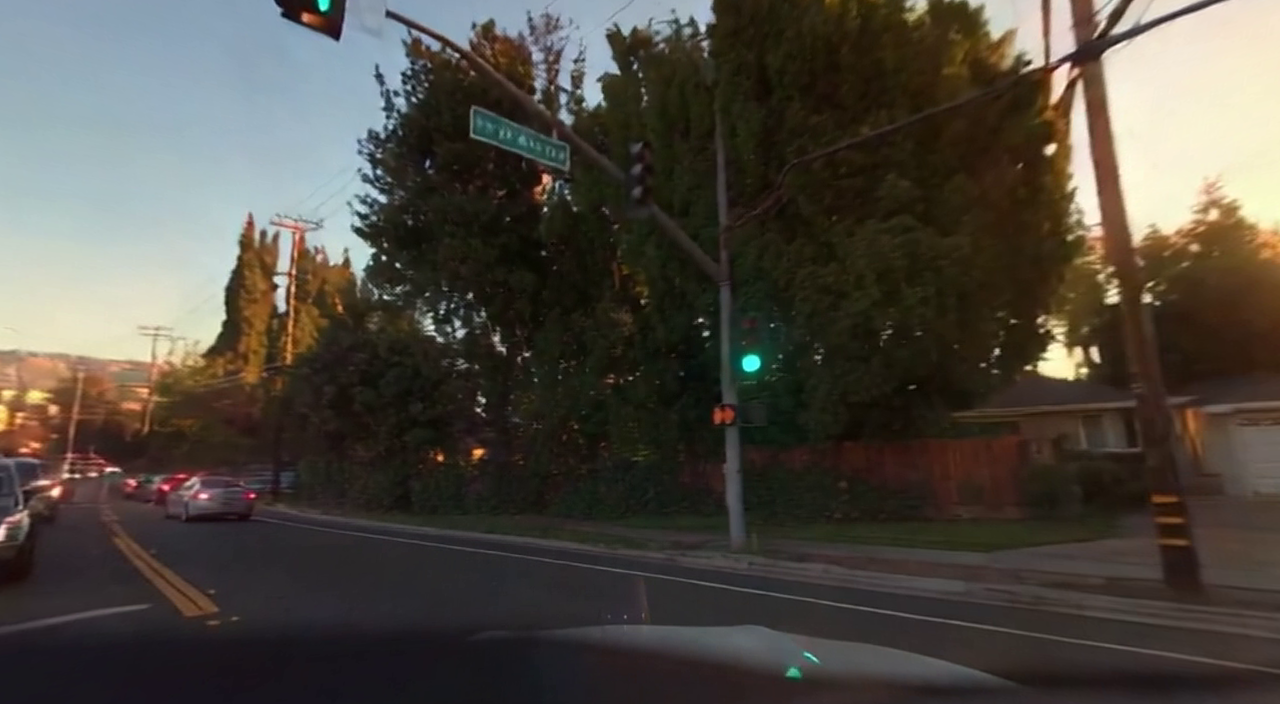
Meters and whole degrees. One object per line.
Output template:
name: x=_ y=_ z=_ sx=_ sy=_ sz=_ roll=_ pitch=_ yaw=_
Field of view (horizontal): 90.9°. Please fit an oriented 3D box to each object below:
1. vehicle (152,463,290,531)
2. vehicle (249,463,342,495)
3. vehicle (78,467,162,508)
vehicle: x=-11.827 y=3.936 z=17.656 sx=4.512 sy=1.506 sz=2.078 roll=-8 pitch=-11 yaw=42
vehicle: x=-22.244 y=8.187 z=40.850 sx=1.938 sy=1.754 sz=4.839 roll=-7 pitch=-11 yaw=36
vehicle: x=-22.520 y=5.783 z=27.237 sx=4.343 sy=1.492 sz=2.063 roll=-8 pitch=-11 yaw=42
